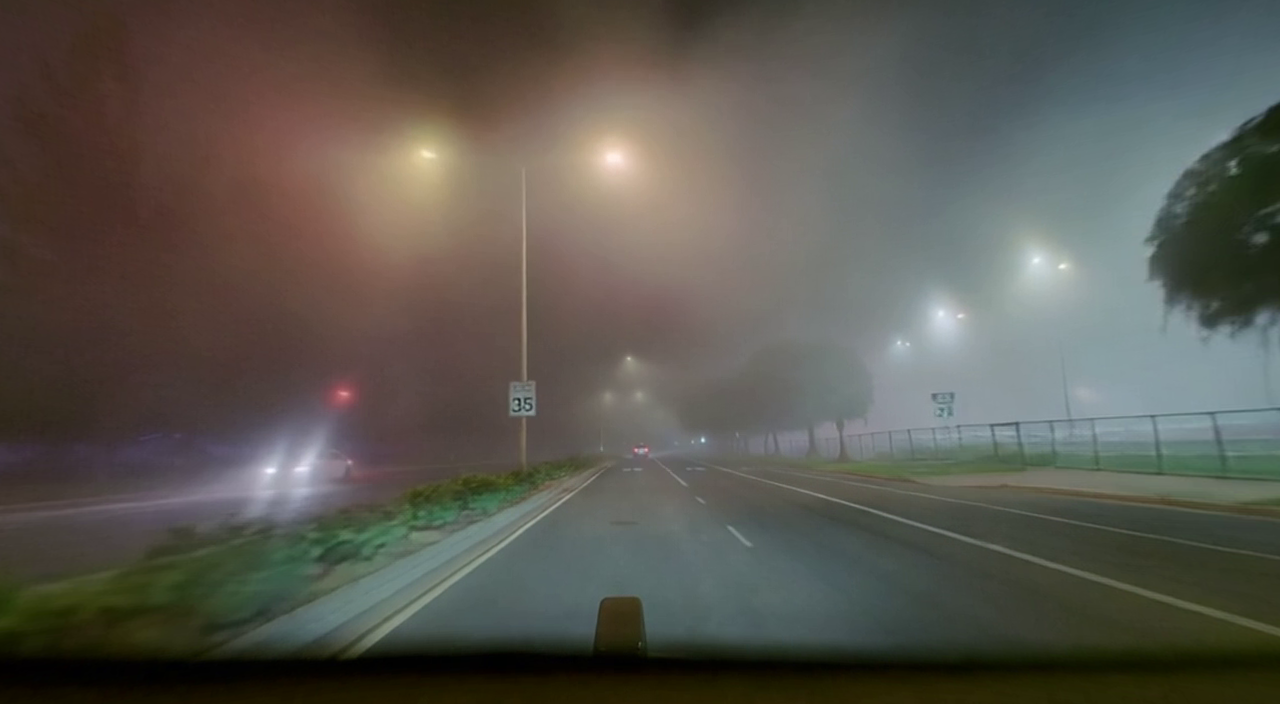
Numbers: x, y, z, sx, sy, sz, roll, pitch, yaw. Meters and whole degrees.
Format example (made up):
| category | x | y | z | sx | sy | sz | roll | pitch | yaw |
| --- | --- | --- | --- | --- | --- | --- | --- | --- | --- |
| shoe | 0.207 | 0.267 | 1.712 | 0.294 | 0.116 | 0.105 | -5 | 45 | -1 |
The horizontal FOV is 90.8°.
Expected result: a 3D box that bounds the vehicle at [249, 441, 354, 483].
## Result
| category | x | y | z | sx | sy | sz | roll | pitch | yaw |
| --- | --- | --- | --- | --- | --- | --- | --- | --- | --- |
| vehicle | -16.439 | 5.354 | 31.031 | 2.511 | 1.881 | 4.658 | 0 | -8 | 1 |
